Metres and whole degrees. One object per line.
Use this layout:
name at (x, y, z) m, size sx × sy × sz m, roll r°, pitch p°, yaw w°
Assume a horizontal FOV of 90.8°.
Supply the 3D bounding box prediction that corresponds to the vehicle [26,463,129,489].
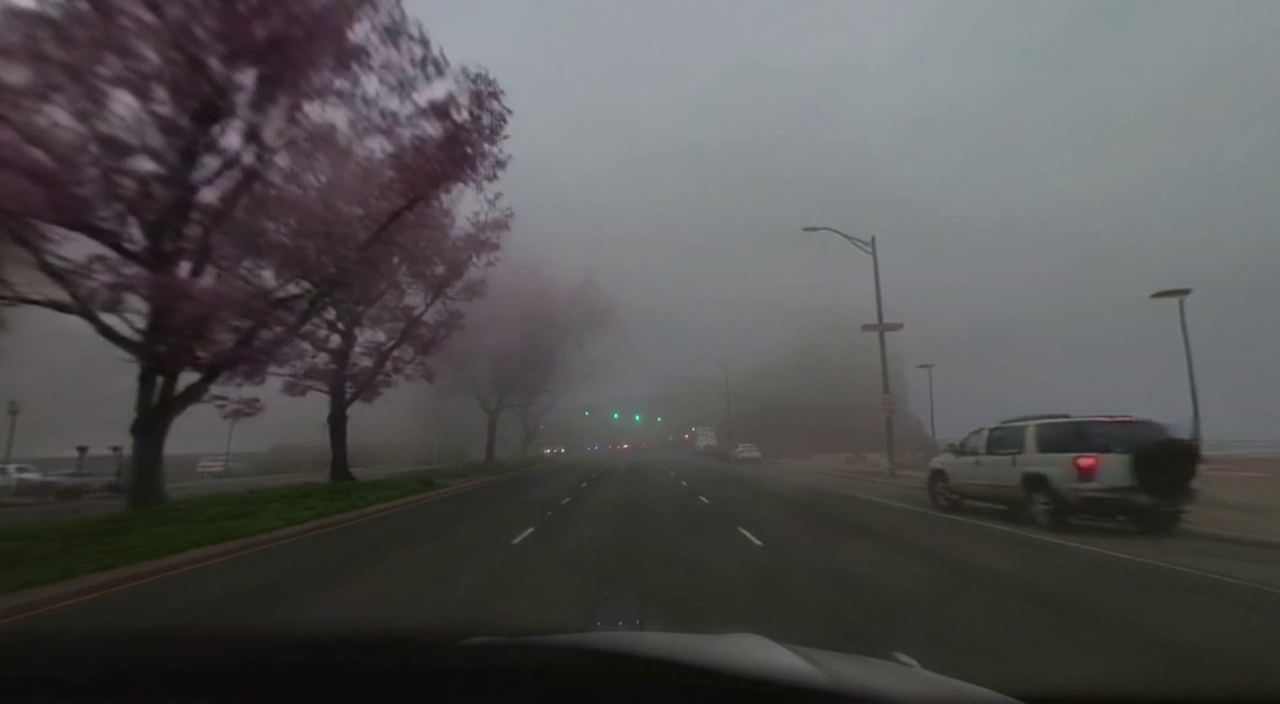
vehicle at (-34.022, 7.502, 38.327) m, size 4.077 × 1.429 × 1.997 m, roll 3°, pitch -9°, yaw -18°

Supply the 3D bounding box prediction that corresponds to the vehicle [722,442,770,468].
vehicle at (6.470, 6.358, 39.235) m, size 1.891 × 1.456 × 4.909 m, roll 0°, pitch -9°, yaw -3°

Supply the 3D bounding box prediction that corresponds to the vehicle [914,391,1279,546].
vehicle at (6.941, 1.807, 10.392) m, size 2.450 × 1.892 × 5.107 m, roll 0°, pitch -9°, yaw -2°
